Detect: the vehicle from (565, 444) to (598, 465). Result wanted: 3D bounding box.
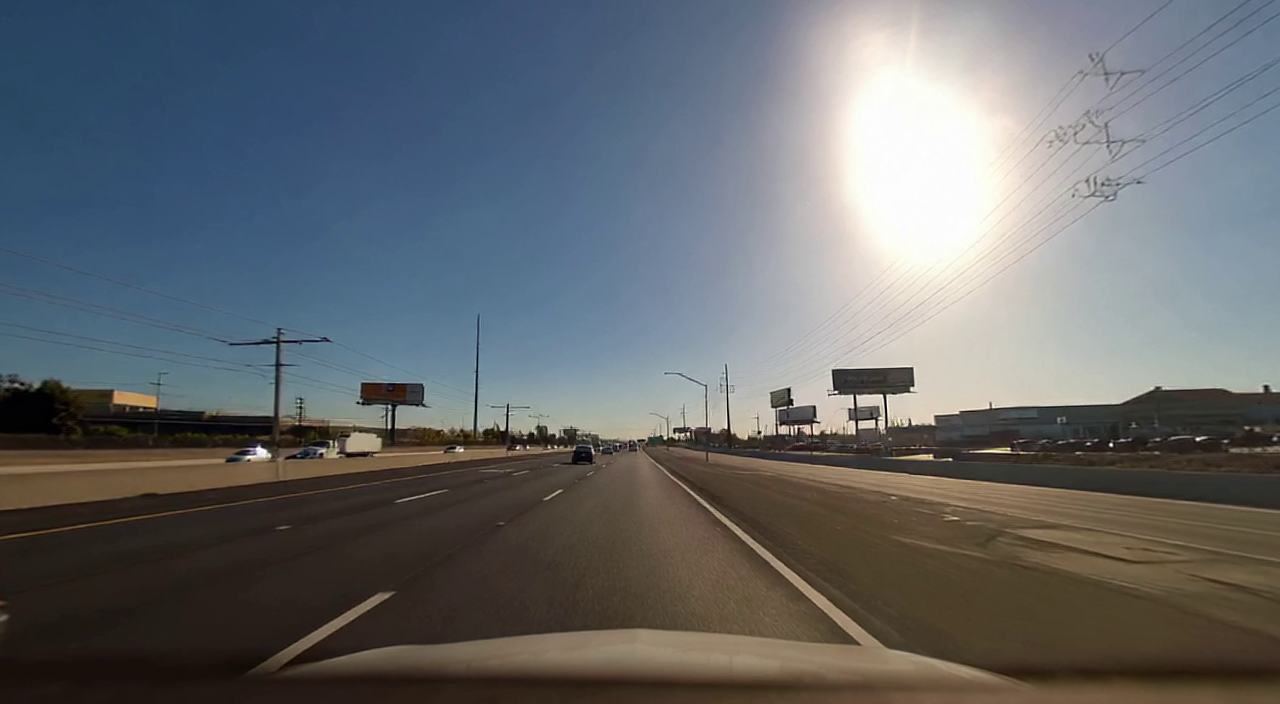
[{"bbox_3d":[-4.204,7.427,45.950,1.940,1.479,4.545,0,-9,0],"label":"vehicle"}]
